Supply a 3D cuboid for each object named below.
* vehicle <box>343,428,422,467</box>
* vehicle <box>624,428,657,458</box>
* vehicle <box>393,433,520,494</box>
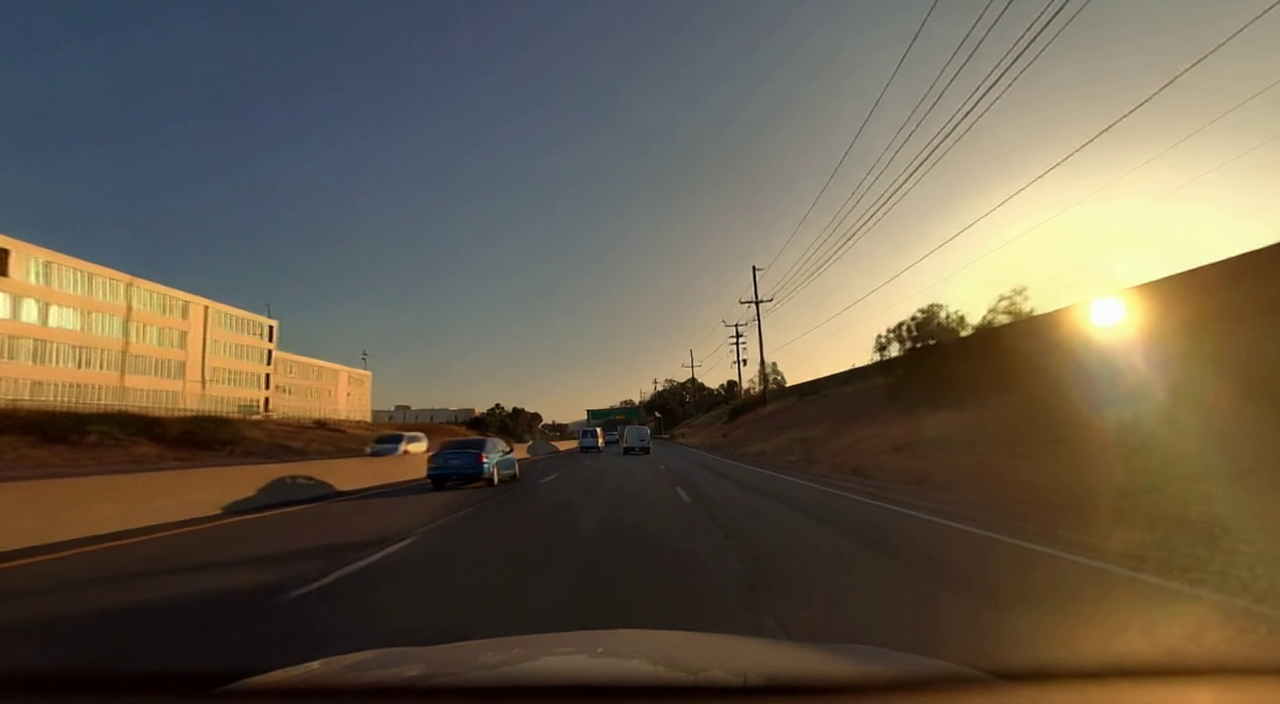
[{"bbox_3d":[-13.715,5.098,33.861,2.135,1.961,4.890,0,-8,1],"label":"vehicle"},{"bbox_3d":[-0.013,6.408,44.603,2.213,1.997,4.456,0,-8,-1],"label":"vehicle"},{"bbox_3d":[-4.912,3.025,17.688,2.087,1.464,4.853,0,-8,1],"label":"vehicle"}]
